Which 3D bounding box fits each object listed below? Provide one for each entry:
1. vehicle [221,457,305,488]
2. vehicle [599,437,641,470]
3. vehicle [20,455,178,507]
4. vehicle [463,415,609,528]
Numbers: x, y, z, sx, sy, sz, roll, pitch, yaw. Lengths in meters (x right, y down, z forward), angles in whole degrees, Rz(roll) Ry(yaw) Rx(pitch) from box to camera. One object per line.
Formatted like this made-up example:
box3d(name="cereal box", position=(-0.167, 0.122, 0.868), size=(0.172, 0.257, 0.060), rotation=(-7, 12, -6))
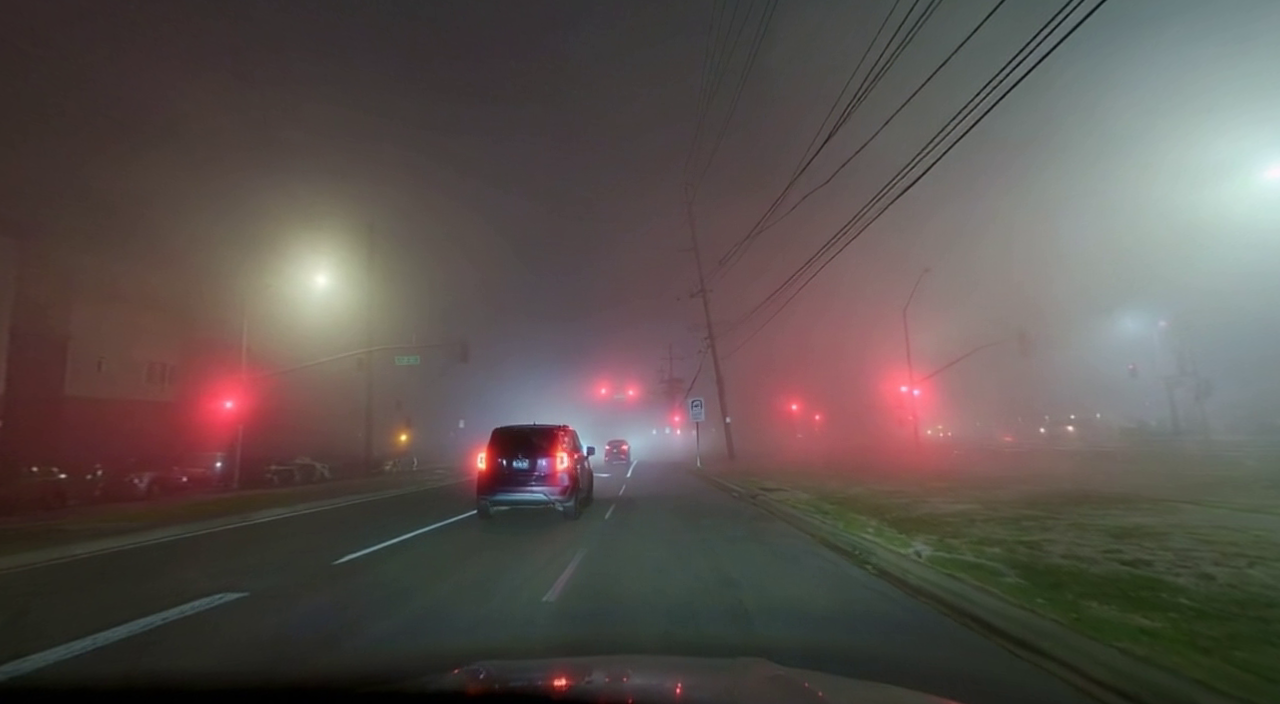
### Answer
box3d(name="vehicle", position=(-20.261, 6.470, 34.191), size=(1.826, 1.430, 4.426), rotation=(0, -9, -1))
box3d(name="vehicle", position=(-1.059, 5.584, 34.894), size=(2.144, 1.681, 3.855), rotation=(0, -9, -1))
box3d(name="vehicle", position=(-20.215, 4.805, 23.940), size=(1.989, 1.689, 4.388), rotation=(0, -9, 2))
box3d(name="vehicle", position=(-1.729, 2.190, 12.019), size=(2.022, 1.757, 4.041), rotation=(0, -9, 1))
